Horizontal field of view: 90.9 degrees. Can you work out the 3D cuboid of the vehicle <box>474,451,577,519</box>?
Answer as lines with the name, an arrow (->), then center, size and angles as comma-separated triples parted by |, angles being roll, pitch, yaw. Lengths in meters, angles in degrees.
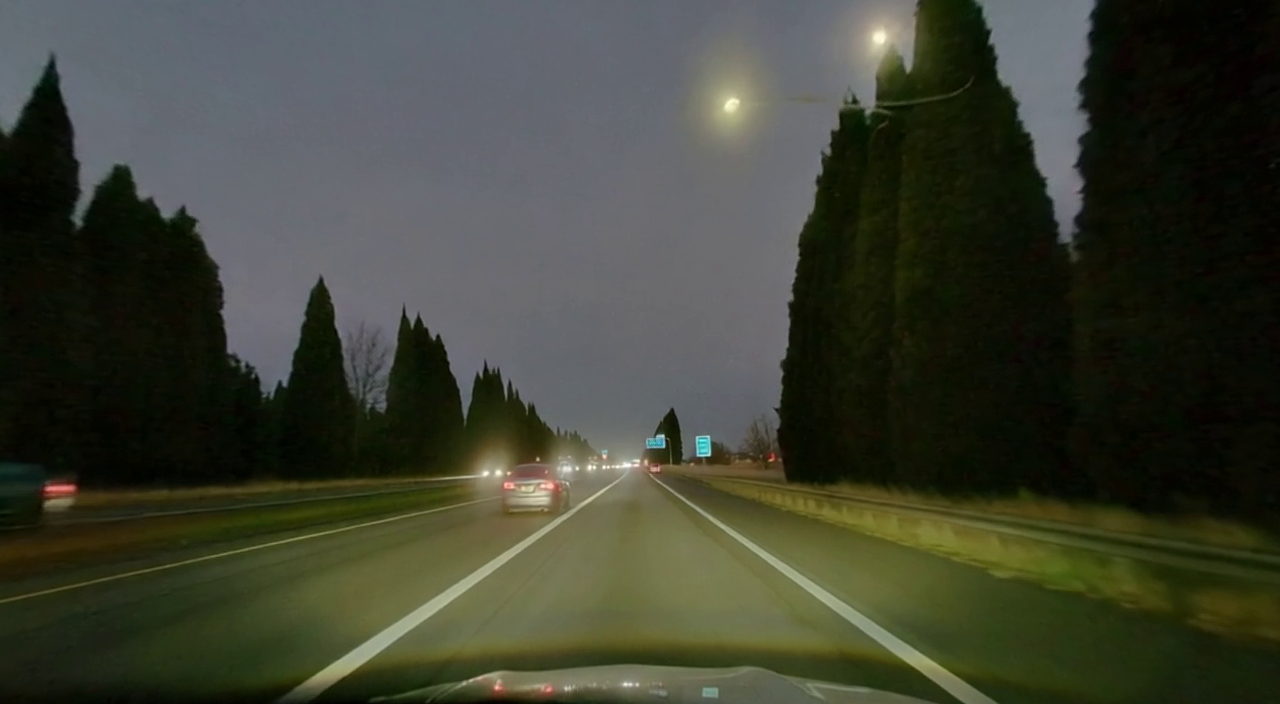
vehicle -> -3.088, 3.733, 17.966 | 2.104, 1.655, 4.039 | 0, -10, 1
